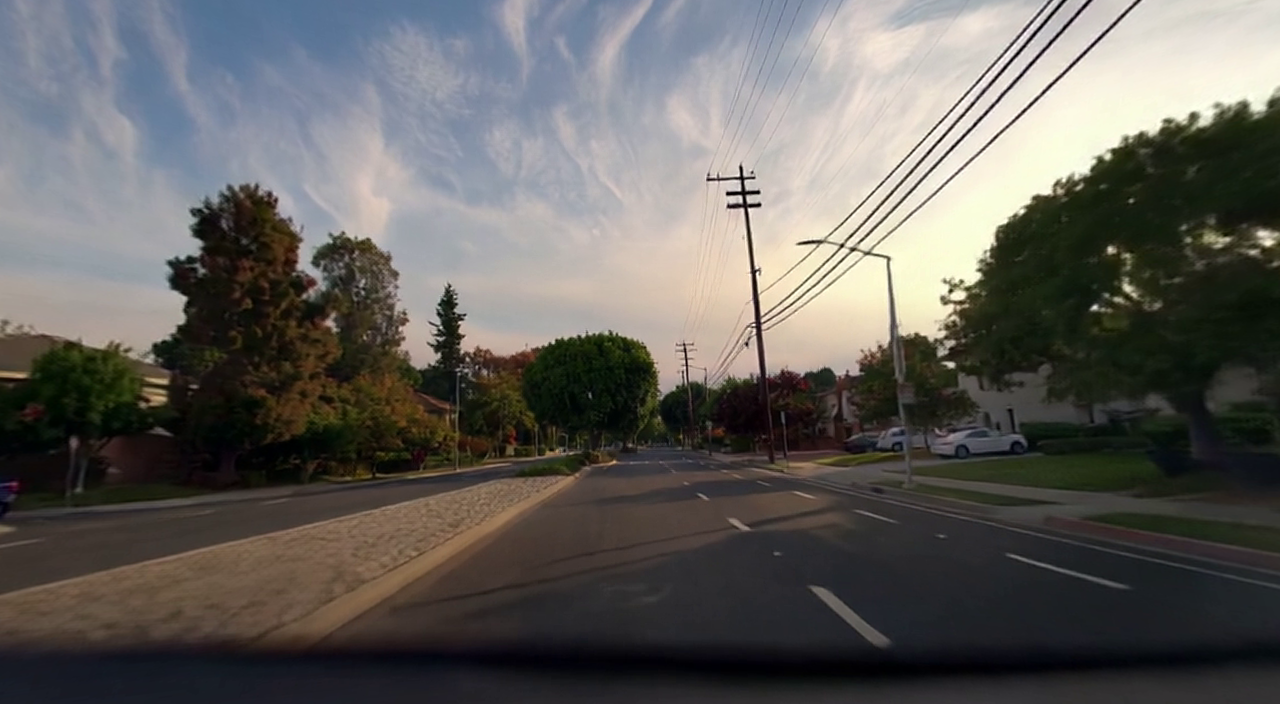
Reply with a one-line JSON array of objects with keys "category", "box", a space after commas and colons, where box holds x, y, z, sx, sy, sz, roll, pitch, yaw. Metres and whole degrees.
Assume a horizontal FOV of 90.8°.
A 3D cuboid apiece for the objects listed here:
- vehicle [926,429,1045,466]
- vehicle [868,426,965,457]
[{"category": "vehicle", "box": [16.834, 4.680, 30.912, 4.560, 1.725, 2.096, 0, -8, -2]}, {"category": "vehicle", "box": [16.738, 5.428, 38.420, 4.833, 1.786, 2.136, 0, -8, 0]}]
